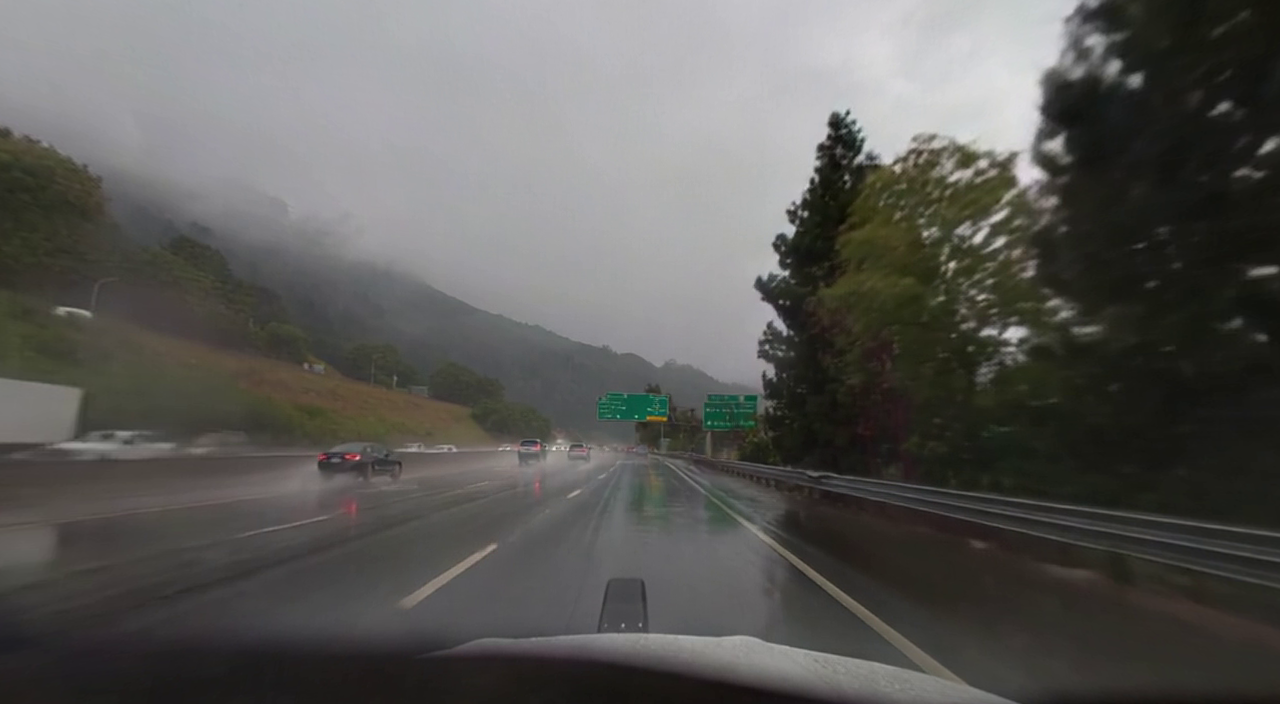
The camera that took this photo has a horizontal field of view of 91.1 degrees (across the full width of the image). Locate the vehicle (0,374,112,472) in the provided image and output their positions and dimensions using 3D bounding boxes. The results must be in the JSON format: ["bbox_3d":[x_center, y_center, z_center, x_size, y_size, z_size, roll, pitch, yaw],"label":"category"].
[{"bbox_3d":[-29.257,2.645,24.484,2.882,4.169,16.623,1,-9,0],"label":"vehicle"}]

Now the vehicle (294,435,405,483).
[{"bbox_3d":[-10.899,4.041,24.007,2.001,1.625,4.528,0,-9,1],"label":"vehicle"}]
